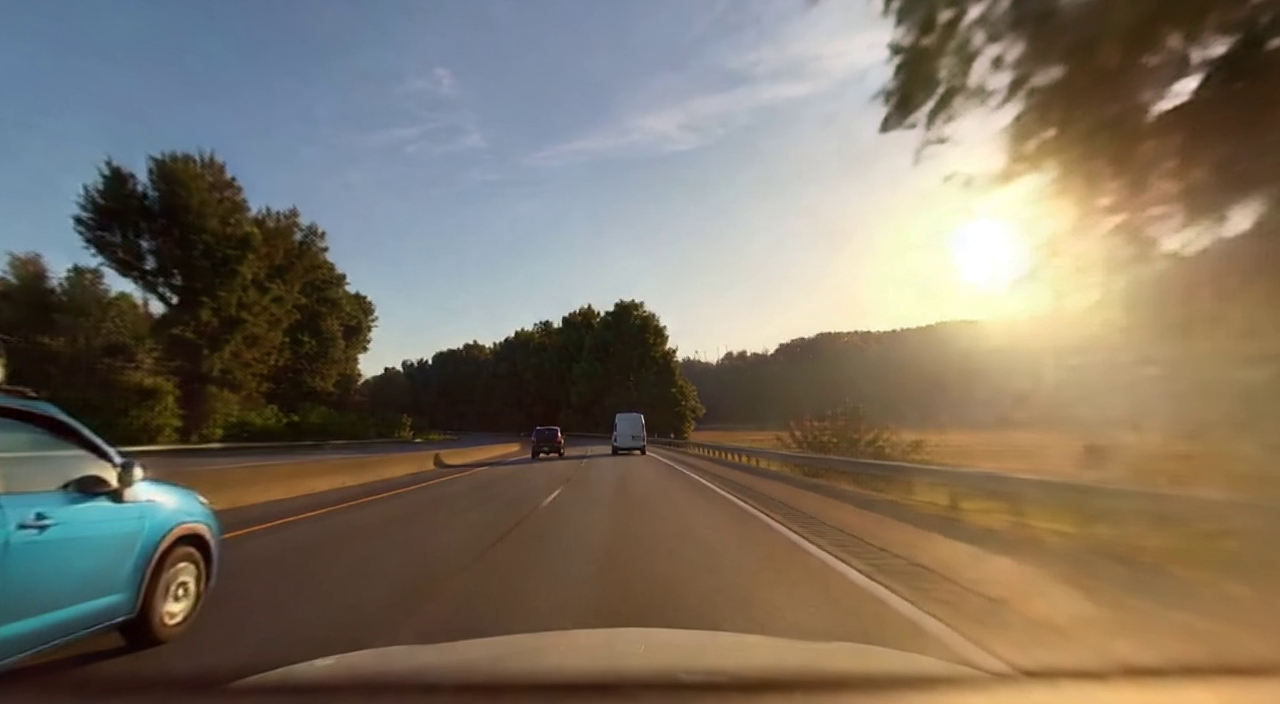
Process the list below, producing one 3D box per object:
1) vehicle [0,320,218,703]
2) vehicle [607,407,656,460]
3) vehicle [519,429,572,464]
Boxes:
[{"bbox_3d":[-3.811,0.603,1.721,2.069,1.751,4.720,0,-8,-1],"label":"vehicle"},{"bbox_3d":[-0.628,4.884,37.546,2.647,2.896,6.480,0,-8,-3],"label":"vehicle"},{"bbox_3d":[-4.725,4.782,32.012,2.110,1.636,4.453,0,-8,-1],"label":"vehicle"}]
